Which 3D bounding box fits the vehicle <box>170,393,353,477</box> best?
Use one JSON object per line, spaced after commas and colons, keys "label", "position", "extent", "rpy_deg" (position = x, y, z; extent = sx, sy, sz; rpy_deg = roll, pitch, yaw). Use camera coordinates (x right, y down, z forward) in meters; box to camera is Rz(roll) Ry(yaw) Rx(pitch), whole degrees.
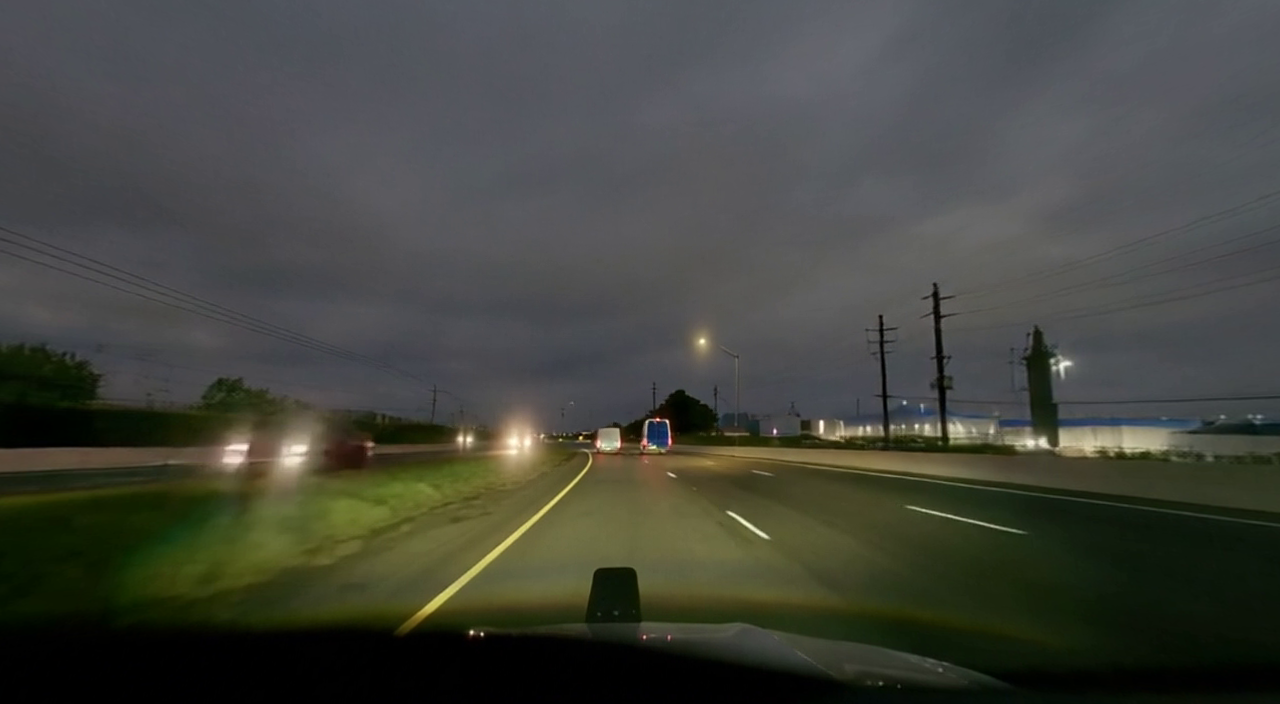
{"label": "vehicle", "position": [-7.991, 1.818, 13.763], "extent": [1.734, 1.560, 3.682], "rpy_deg": [0, -8, -1]}
